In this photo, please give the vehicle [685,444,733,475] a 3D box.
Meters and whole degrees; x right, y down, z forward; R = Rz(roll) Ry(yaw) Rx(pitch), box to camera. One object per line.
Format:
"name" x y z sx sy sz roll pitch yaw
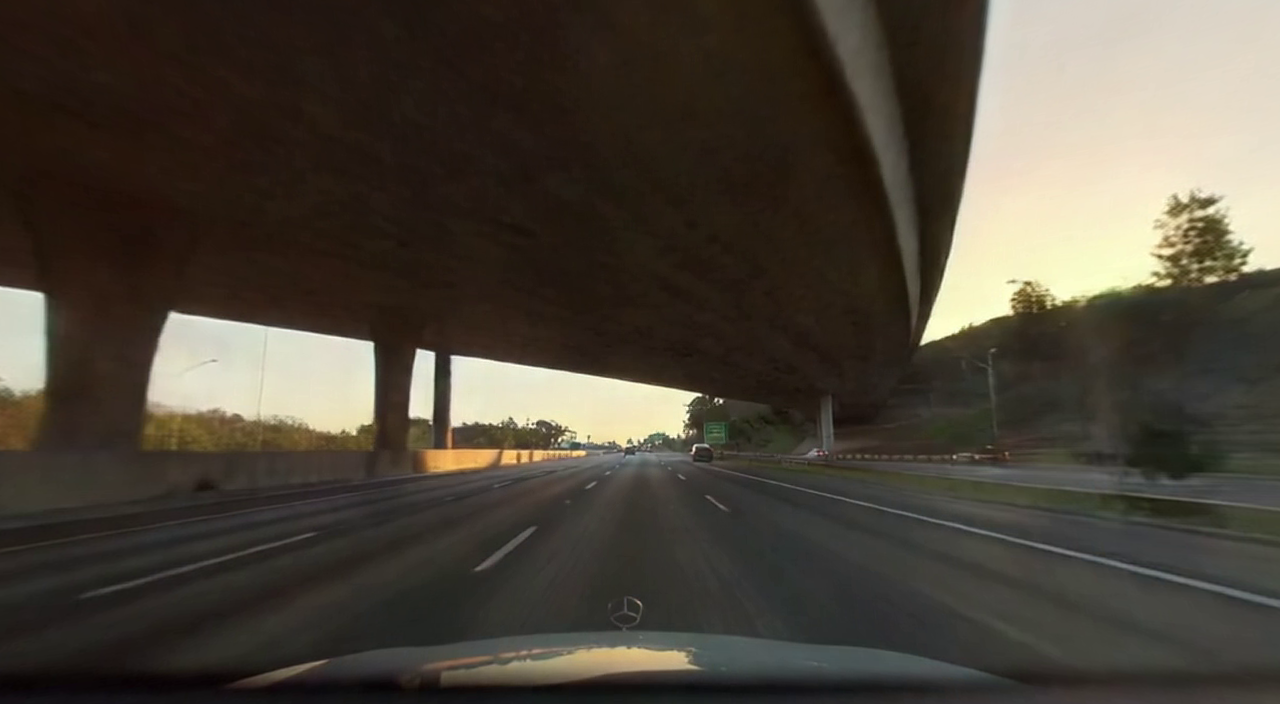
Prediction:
"vehicle" 3.584 5.688 33.580 2.033 1.501 4.398 0 -9 -1
